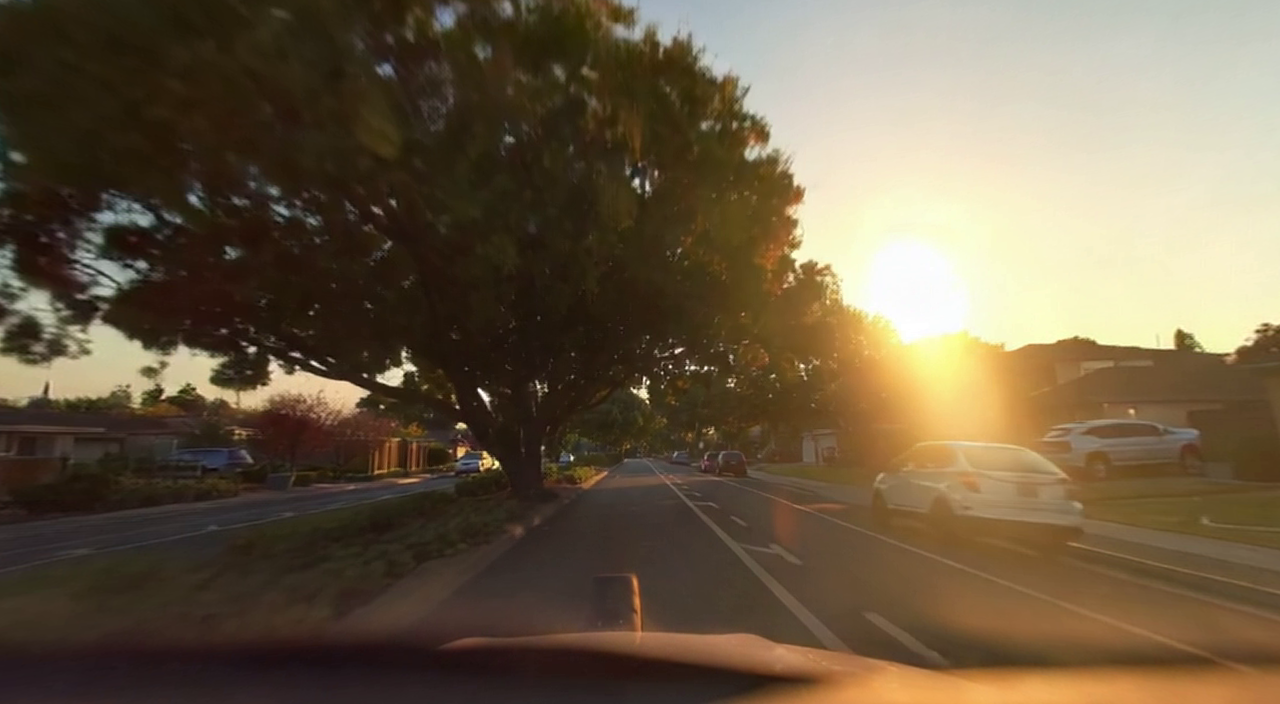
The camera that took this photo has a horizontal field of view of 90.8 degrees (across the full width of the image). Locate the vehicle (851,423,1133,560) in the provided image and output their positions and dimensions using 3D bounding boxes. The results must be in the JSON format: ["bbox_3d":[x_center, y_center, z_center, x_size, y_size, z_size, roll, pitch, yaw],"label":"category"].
[{"bbox_3d":[5.185,2.088,10.193,2.001,1.693,4.311,0,-9,0],"label":"vehicle"}]

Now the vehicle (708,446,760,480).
[{"bbox_3d":[4.848,5.786,33.202,1.900,1.608,5.037,0,-9,-1],"label":"vehicle"}]

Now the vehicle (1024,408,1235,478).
[{"bbox_3d":[15.910,3.000,20.832,4.921,2.117,2.249,-1,-9,3],"label":"vehicle"}]

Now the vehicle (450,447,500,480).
[{"bbox_3d":[-12.250,8.280,47.317,2.396,2.159,5.470,-3,-8,-1],"label":"vehicle"}]
